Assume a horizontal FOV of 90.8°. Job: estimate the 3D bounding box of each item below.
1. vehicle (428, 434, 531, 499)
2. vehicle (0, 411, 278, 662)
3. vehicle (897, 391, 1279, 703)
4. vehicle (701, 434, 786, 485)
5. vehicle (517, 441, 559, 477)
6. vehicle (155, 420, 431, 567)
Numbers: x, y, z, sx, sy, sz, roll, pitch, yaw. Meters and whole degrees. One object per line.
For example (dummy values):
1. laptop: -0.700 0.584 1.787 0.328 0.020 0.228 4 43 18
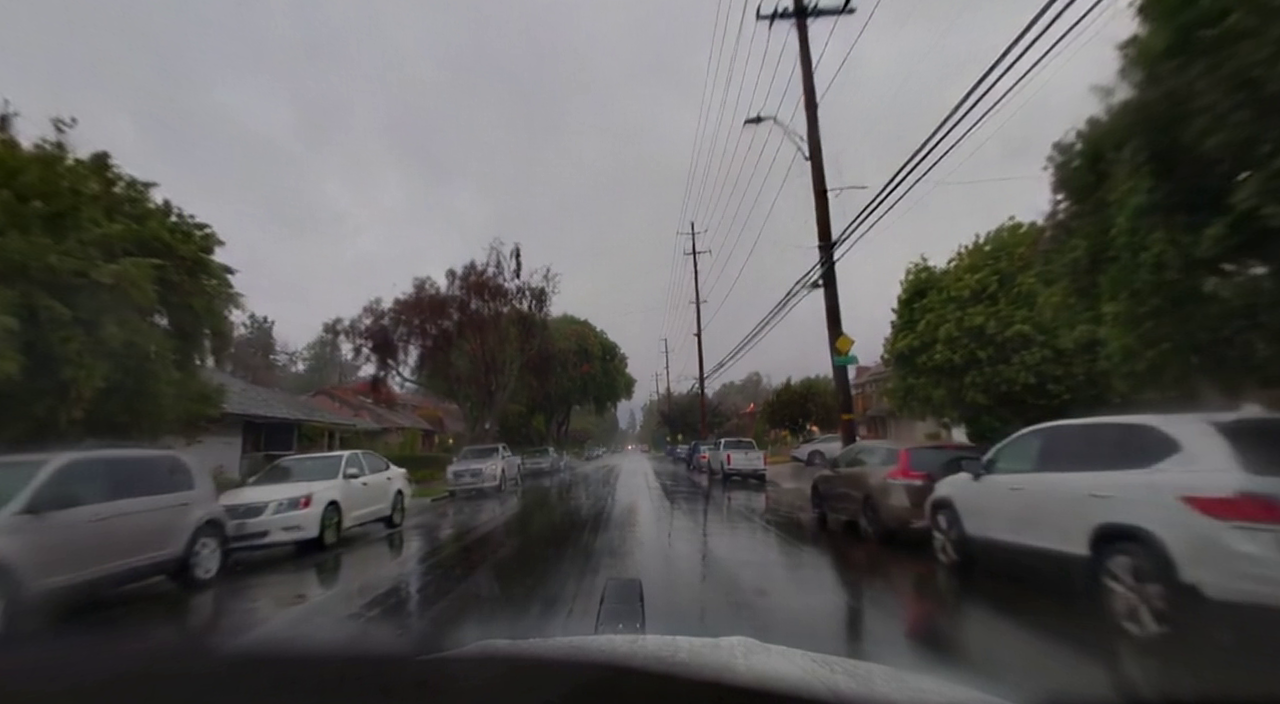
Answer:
1. vehicle: -5.544 3.983 22.686 2.285 1.895 5.883 -2 -8 -1
2. vehicle: -5.389 1.512 5.685 1.873 1.709 4.206 -3 -8 -1
3. vehicle: 4.196 1.364 5.562 1.979 1.620 4.684 0 -9 1
4. vehicle: 4.044 4.349 25.859 2.279 1.848 5.577 1 -9 -3
5. vehicle: -5.869 6.154 36.764 2.046 1.825 4.627 -2 -8 -6
6. vehicle: -5.422 2.227 10.929 1.955 1.844 5.109 -2 -8 -1
